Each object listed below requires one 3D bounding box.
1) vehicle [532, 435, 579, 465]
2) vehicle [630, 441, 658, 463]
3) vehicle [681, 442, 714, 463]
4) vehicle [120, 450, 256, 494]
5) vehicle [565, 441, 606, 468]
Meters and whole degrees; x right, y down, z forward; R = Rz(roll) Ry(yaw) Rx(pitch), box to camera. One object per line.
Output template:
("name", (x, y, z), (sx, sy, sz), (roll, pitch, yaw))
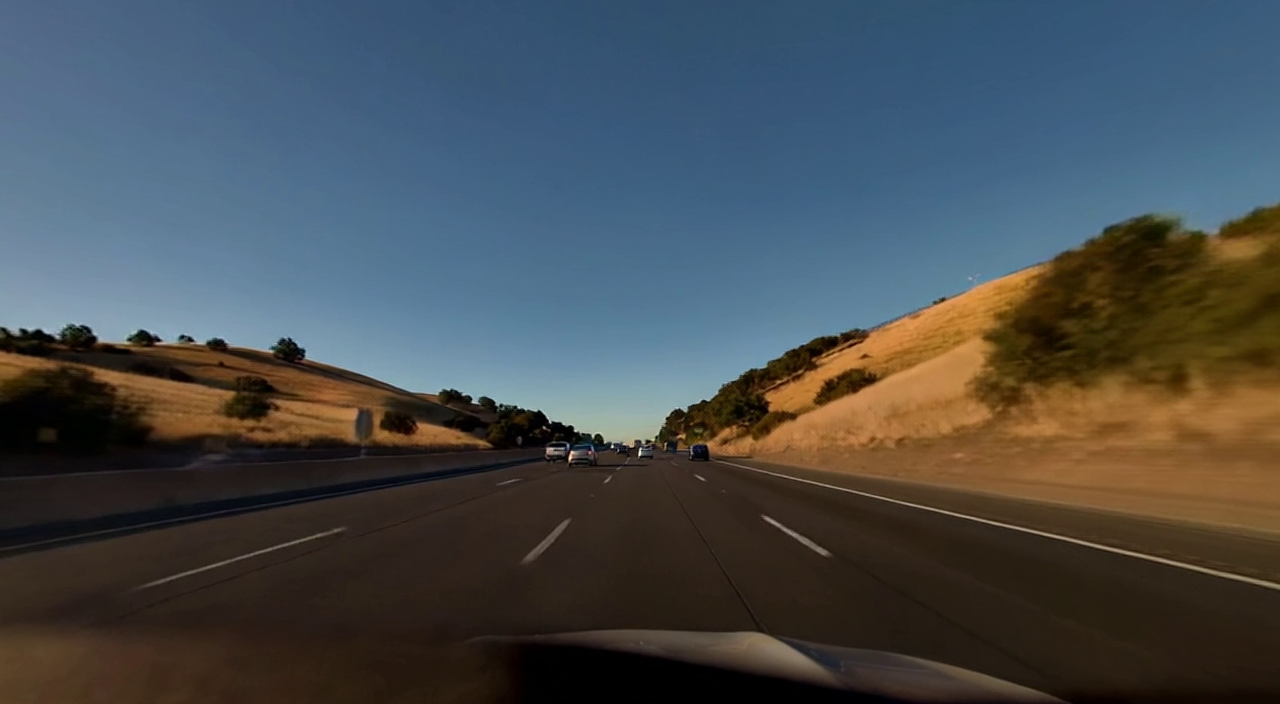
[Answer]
("vehicle", (-6.245, 7.282, 47.242), (2.589, 2.063, 6.206), (0, -8, 1))
("vehicle", (0.265, 7.554, 47.650), (2.031, 1.566, 3.904), (0, -8, 0))
("vehicle", (4.341, 7.625, 47.973), (2.027, 1.525, 4.348), (0, -8, -1))
("vehicle", (-17.095, 4.510, 24.177), (1.818, 1.460, 4.527), (0, -8, 1))
("vehicle", (-3.312, 6.313, 38.926), (2.091, 1.552, 4.516), (0, -8, 0))
